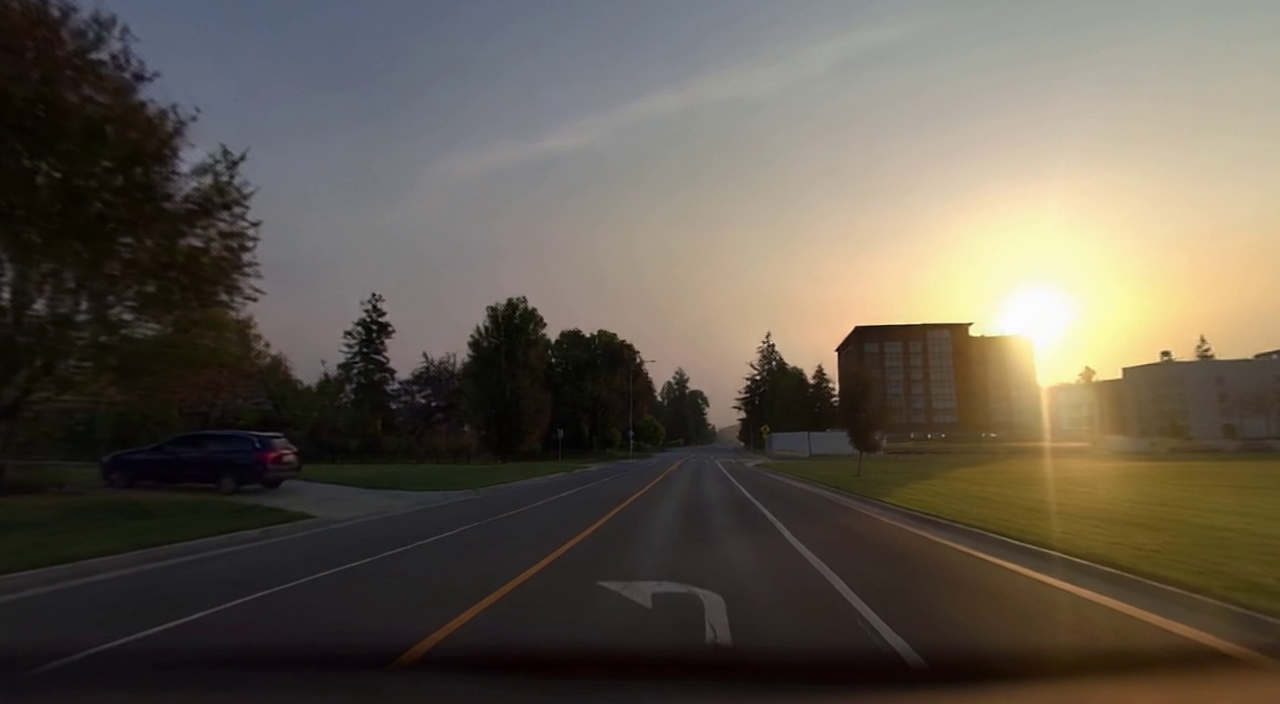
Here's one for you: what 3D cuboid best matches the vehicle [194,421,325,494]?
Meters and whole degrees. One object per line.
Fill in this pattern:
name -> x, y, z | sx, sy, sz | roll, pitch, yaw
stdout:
vehicle -> -10.868, 3.120, 18.486 | 2.244, 1.796, 5.170 | 5, -11, -20

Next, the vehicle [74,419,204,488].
vehicle -> -14.451, 2.941, 18.499 | 2.192, 1.740, 4.521 | 5, -10, -29
